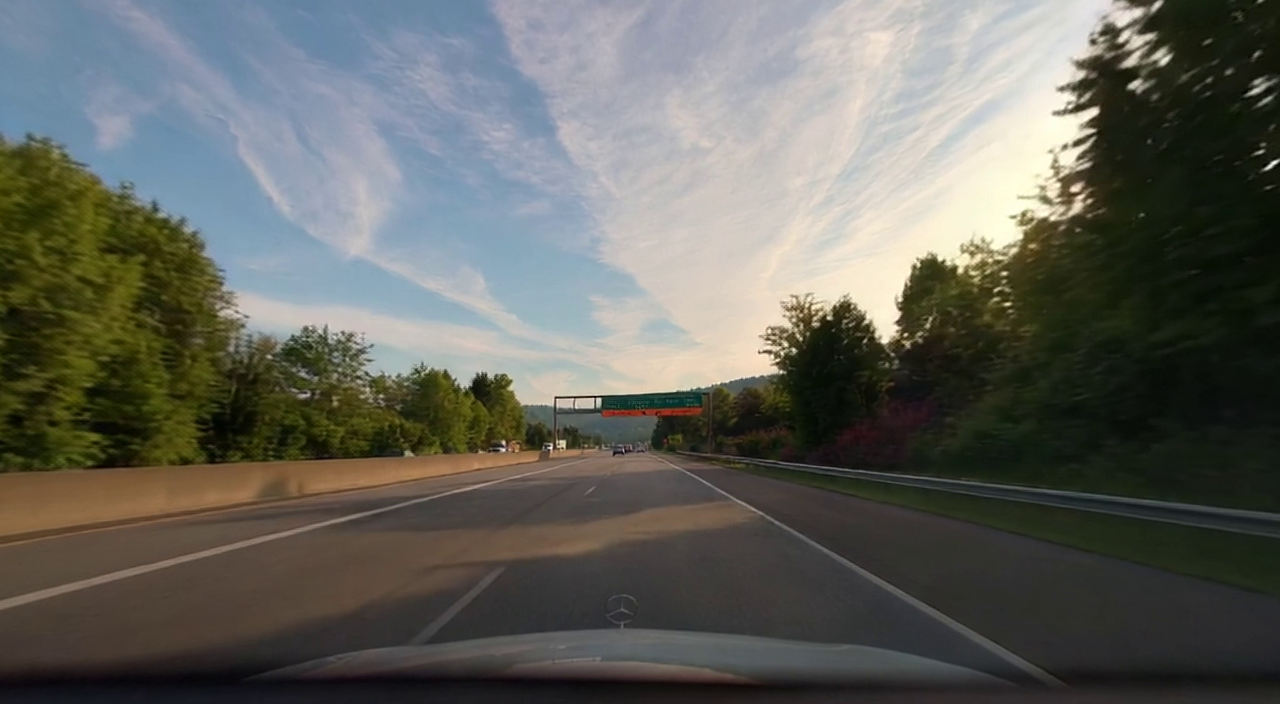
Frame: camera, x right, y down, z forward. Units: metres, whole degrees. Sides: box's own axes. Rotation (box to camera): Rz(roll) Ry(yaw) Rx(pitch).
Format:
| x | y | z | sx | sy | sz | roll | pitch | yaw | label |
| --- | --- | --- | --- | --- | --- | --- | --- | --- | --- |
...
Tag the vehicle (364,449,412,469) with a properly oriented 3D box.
| x | y | z | sx | sy | sz | roll | pitch | yaw | label |
| --- | --- | --- | --- | --- | --- | --- | --- | --- | --- |
| -19.659 | 8.353 | 49.489 | 1.891 | 1.423 | 4.418 | 1 | -9 | 1 | vehicle |
